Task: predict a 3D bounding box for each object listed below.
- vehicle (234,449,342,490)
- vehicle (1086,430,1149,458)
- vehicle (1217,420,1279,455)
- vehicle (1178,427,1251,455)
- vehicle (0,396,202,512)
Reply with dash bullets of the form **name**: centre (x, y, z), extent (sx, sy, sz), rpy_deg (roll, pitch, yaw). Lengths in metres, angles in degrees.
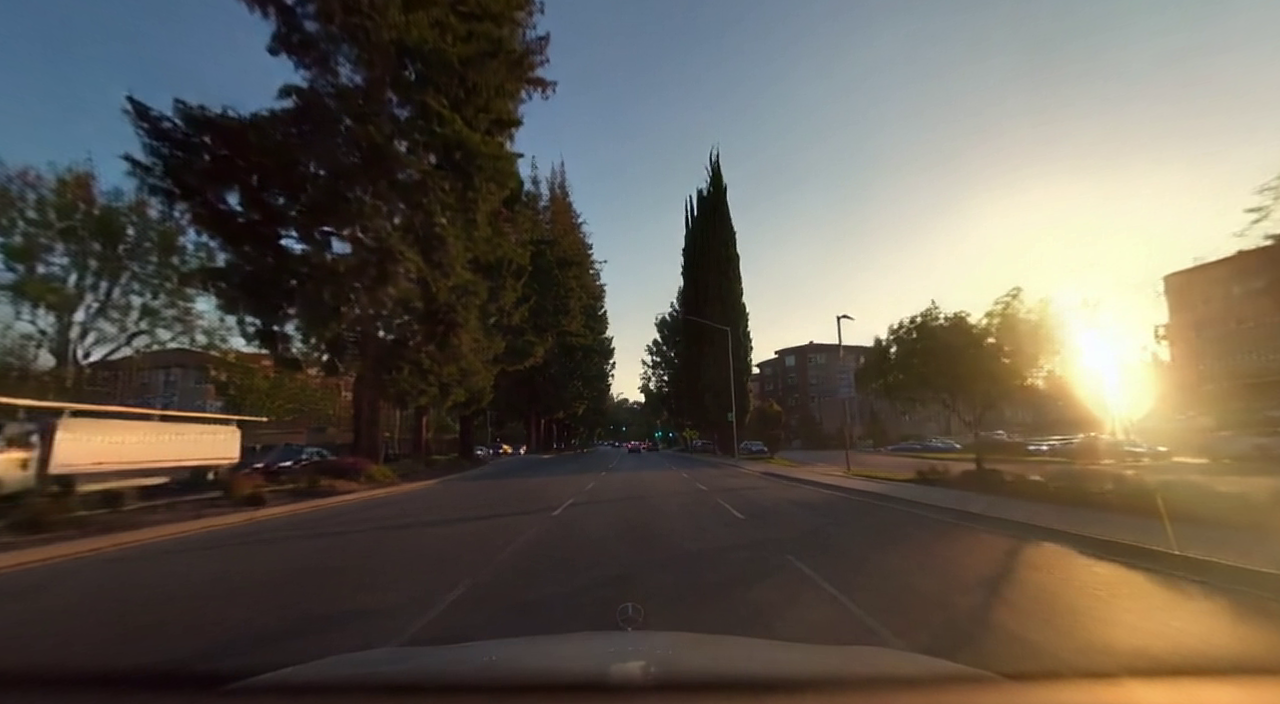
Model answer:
- **vehicle**: centre (-14.204, 4.735, 25.791), extent (1.830, 1.474, 4.623), rpy_deg (0, -8, -1)
- **vehicle**: centre (26.885, 5.210, 35.614), extent (2.002, 1.460, 4.533), rpy_deg (-5, -9, 27)
- **vehicle**: centre (35.445, 4.893, 36.064), extent (2.129, 1.846, 4.542), rpy_deg (-4, -9, 24)
- **vehicle**: centre (32.544, 5.094, 35.815), extent (1.826, 1.478, 4.336), rpy_deg (-4, -9, 26)
- **vehicle**: centre (-20.996, 3.568, 22.312), extent (3.141, 3.464, 11.209), rpy_deg (0, -8, -1)
